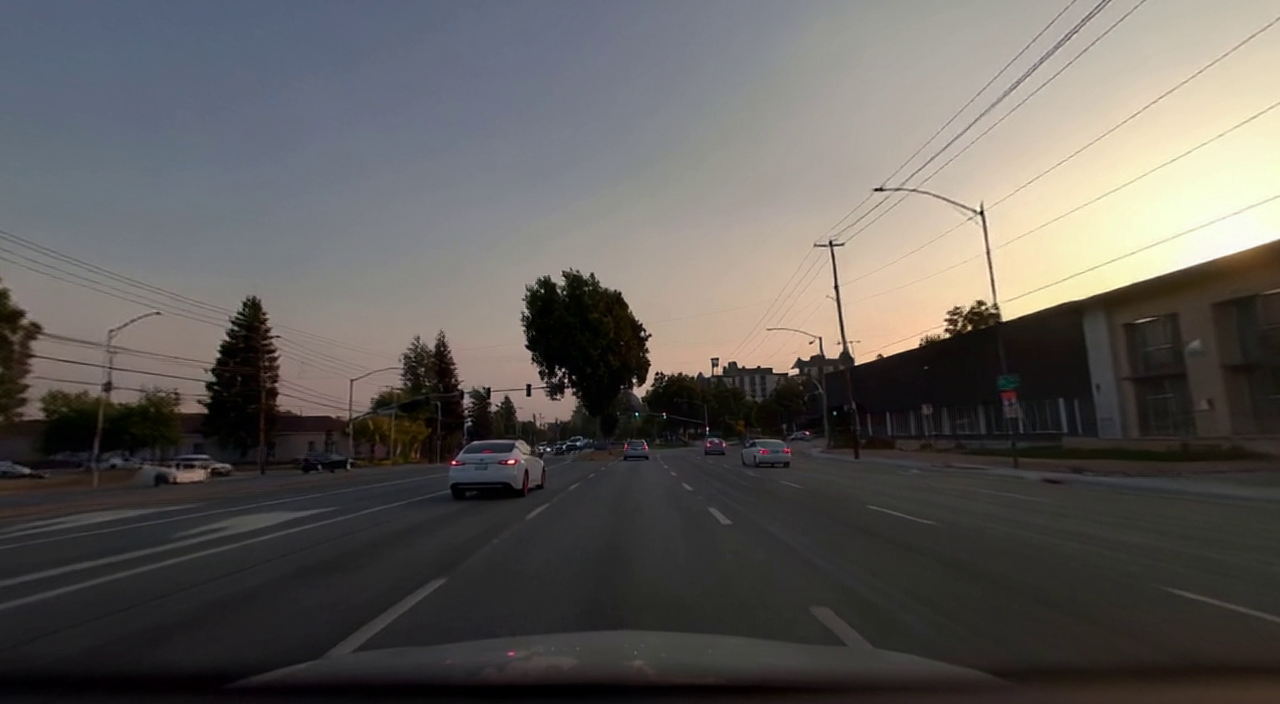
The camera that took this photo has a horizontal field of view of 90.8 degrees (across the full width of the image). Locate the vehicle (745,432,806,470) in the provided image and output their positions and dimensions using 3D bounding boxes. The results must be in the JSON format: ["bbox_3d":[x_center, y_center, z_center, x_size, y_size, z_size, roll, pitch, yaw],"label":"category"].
[{"bbox_3d":[6.546,4.832,31.053,1.945,1.706,4.190,0,-8,-2],"label":"vehicle"}]

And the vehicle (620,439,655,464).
[{"bbox_3d":[-0.184,6.273,39.907,2.098,1.431,3.958,0,-8,-1],"label":"vehicle"}]

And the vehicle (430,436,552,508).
[{"bbox_3d":[-3.380,2.791,15.235,1.837,1.463,4.311,0,-8,1],"label":"vehicle"}]
